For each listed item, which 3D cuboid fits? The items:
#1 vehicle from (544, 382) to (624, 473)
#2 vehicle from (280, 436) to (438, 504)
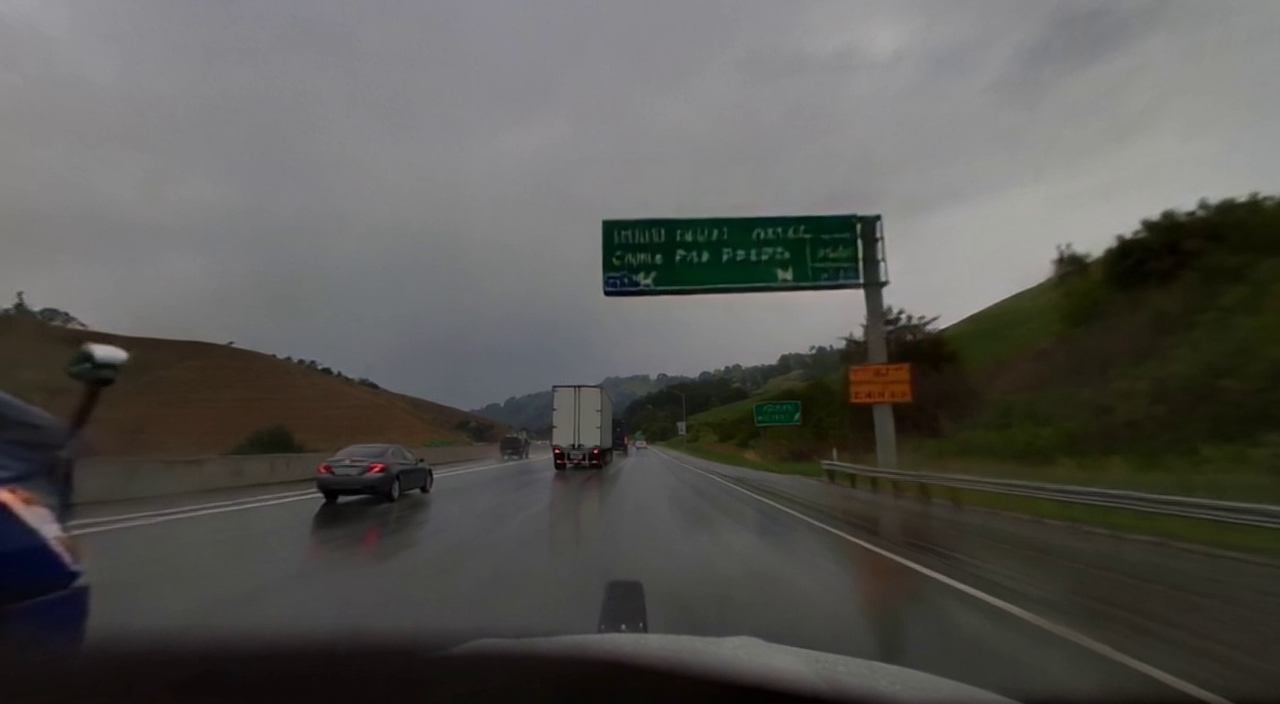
[{"bbox_3d":[-2.896,4.817,38.552,3.202,4.352,16.251,0,-8,1],"label":"vehicle"},{"bbox_3d":[-7.009,2.971,16.368,1.911,1.494,4.555,-1,-8,1],"label":"vehicle"}]
